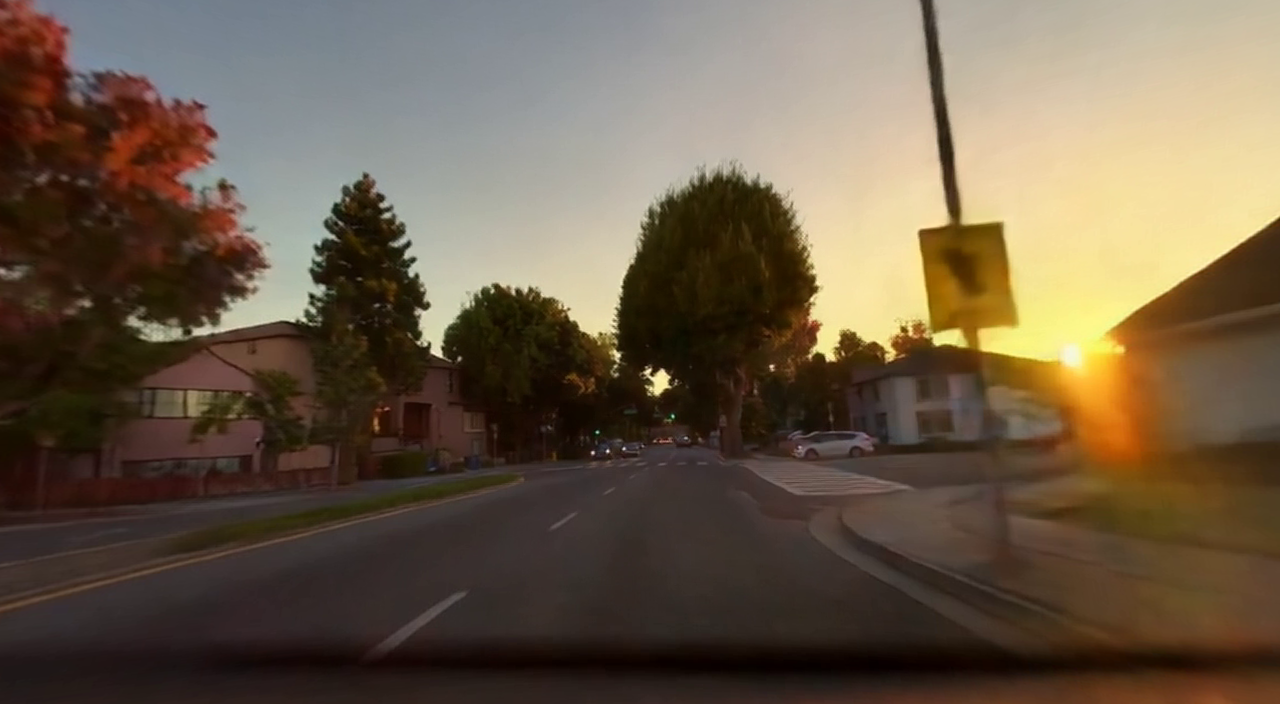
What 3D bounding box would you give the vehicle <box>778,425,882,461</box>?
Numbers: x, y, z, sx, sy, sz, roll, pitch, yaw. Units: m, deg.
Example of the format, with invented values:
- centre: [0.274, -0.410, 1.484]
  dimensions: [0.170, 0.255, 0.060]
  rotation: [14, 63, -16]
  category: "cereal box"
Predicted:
- centre: [9.798, 4.680, 32.543]
  dimensions: [4.906, 1.729, 2.414]
  rotation: [-3, -9, 21]
  category: "vehicle"
